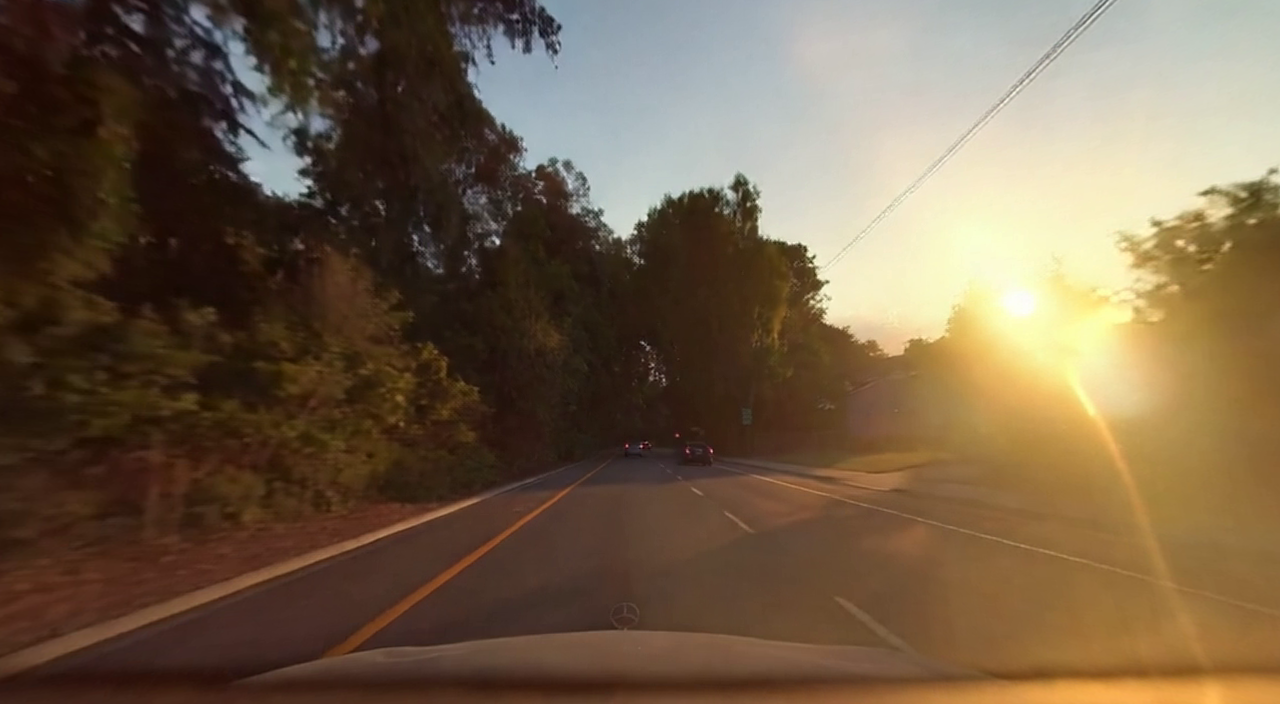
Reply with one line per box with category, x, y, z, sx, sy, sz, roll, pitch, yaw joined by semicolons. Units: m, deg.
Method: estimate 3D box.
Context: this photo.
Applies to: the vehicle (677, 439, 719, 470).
vehicle;3.226;5.797;35.937;1.888;1.640;4.044;0;-8;-2
